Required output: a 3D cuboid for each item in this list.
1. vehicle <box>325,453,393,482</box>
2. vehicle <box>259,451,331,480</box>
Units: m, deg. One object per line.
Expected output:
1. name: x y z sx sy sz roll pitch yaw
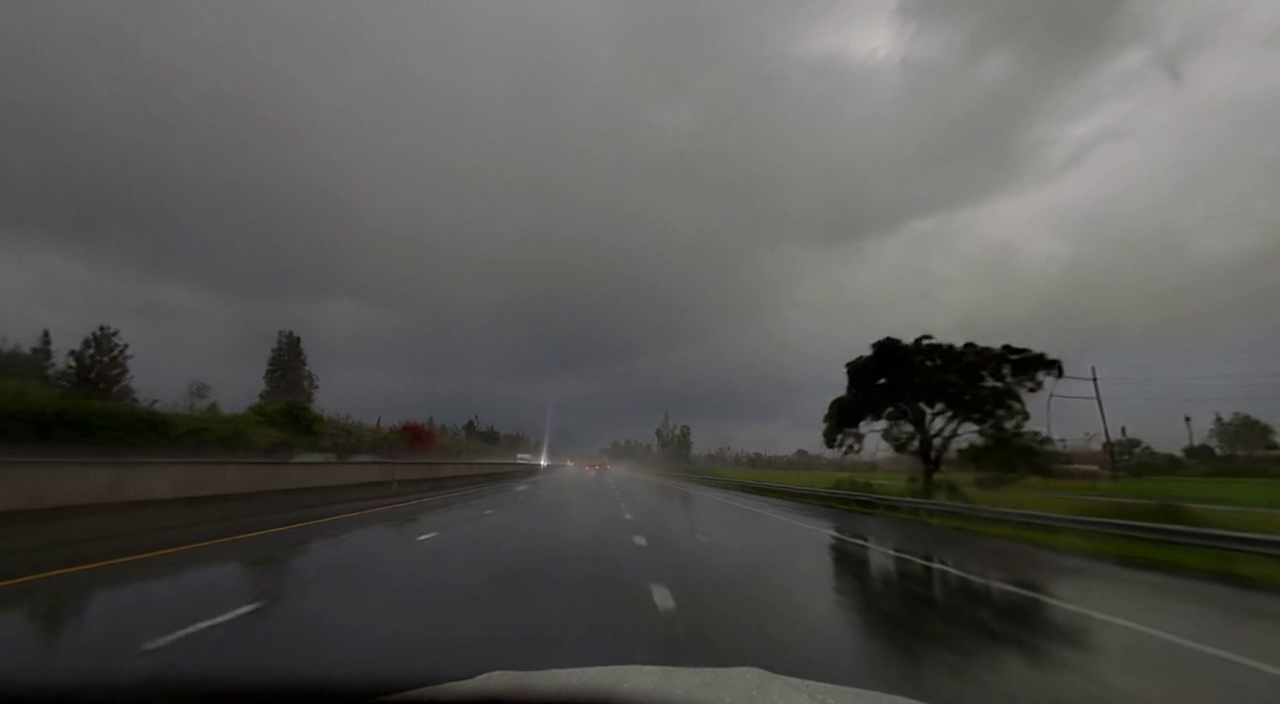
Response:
1. vehicle: -15.588 6.455 35.199 1.965 1.498 4.378 1 -10 -3
2. vehicle: -19.164 6.344 35.246 1.819 1.482 4.228 1 -10 -3
